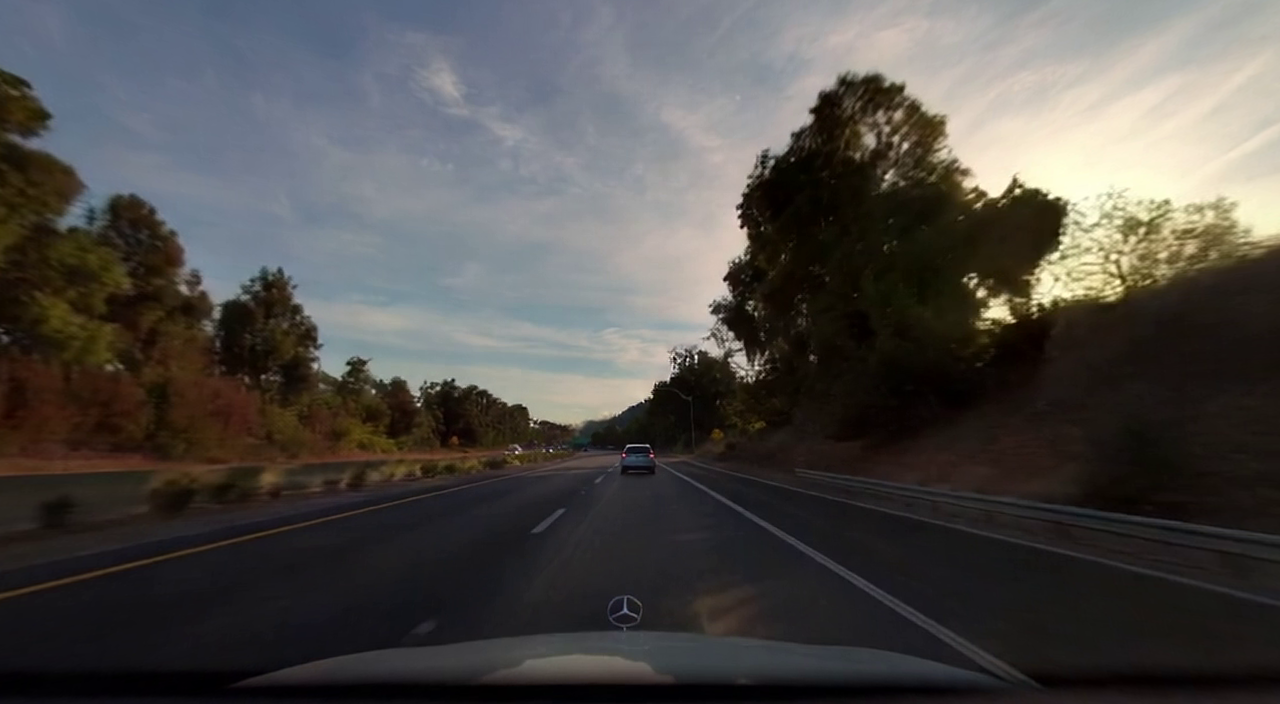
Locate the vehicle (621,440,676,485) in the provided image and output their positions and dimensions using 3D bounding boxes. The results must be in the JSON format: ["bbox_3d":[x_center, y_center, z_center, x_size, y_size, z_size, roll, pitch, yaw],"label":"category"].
[{"bbox_3d":[0.284,4.631,26.682,2.135,1.686,4.517,0,-9,-1],"label":"vehicle"}]
